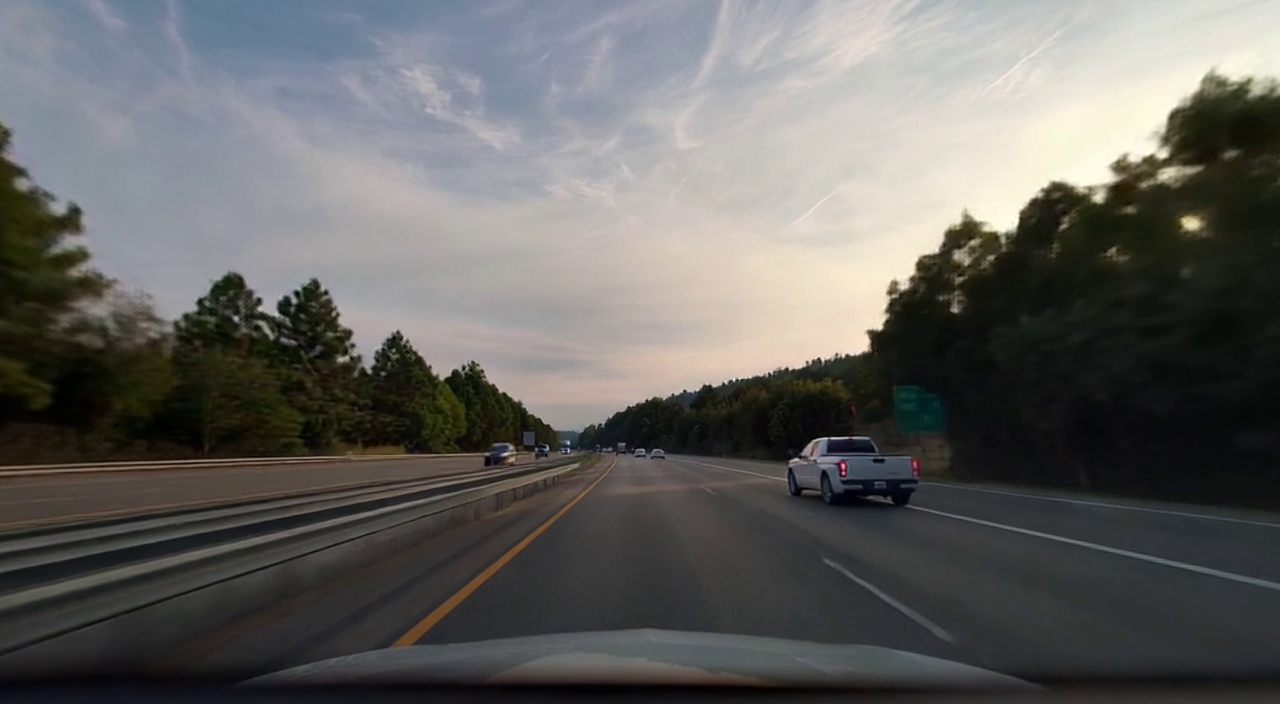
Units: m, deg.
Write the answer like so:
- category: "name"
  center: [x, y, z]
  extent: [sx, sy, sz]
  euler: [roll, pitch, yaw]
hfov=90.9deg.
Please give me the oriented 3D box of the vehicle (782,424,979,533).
- category: "vehicle"
  center: [4.243, 2.309, 12.051]
  extent: [1.933, 1.663, 4.440]
  euler: [0, -9, -1]

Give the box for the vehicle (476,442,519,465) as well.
- category: "vehicle"
  center: [-9.439, 6.759, 42.058]
  extent: [1.852, 1.394, 4.228]
  euler: [0, -9, 0]
